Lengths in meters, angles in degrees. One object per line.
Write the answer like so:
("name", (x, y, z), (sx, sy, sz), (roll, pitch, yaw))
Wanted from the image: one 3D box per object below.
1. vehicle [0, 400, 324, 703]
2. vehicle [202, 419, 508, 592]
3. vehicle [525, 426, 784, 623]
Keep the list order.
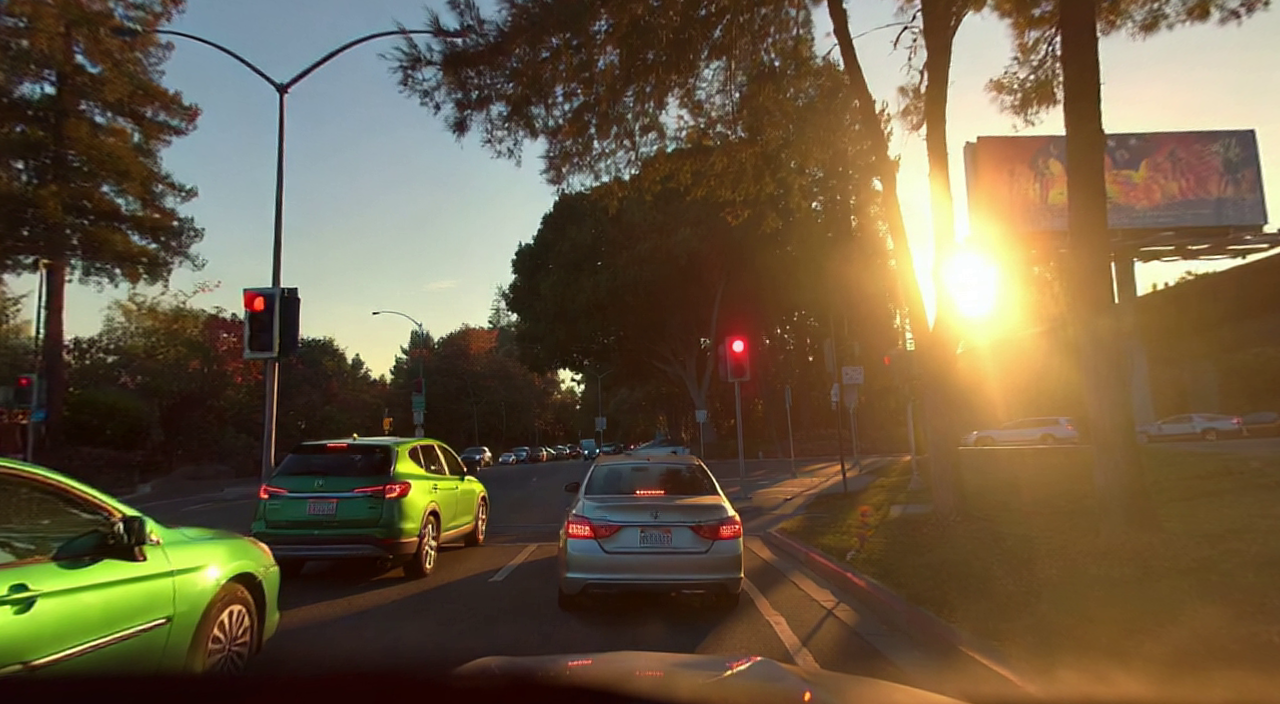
("vehicle", (-3.146, 0.975, 2.415), (1.808, 1.520, 3.846), (-1, -9, 1))
("vehicle", (-3.164, 1.790, 8.132), (1.950, 1.628, 4.082), (-1, -9, 1))
("vehicle", (0.046, 1.585, 6.621), (1.977, 1.467, 3.474), (0, -9, -2))
